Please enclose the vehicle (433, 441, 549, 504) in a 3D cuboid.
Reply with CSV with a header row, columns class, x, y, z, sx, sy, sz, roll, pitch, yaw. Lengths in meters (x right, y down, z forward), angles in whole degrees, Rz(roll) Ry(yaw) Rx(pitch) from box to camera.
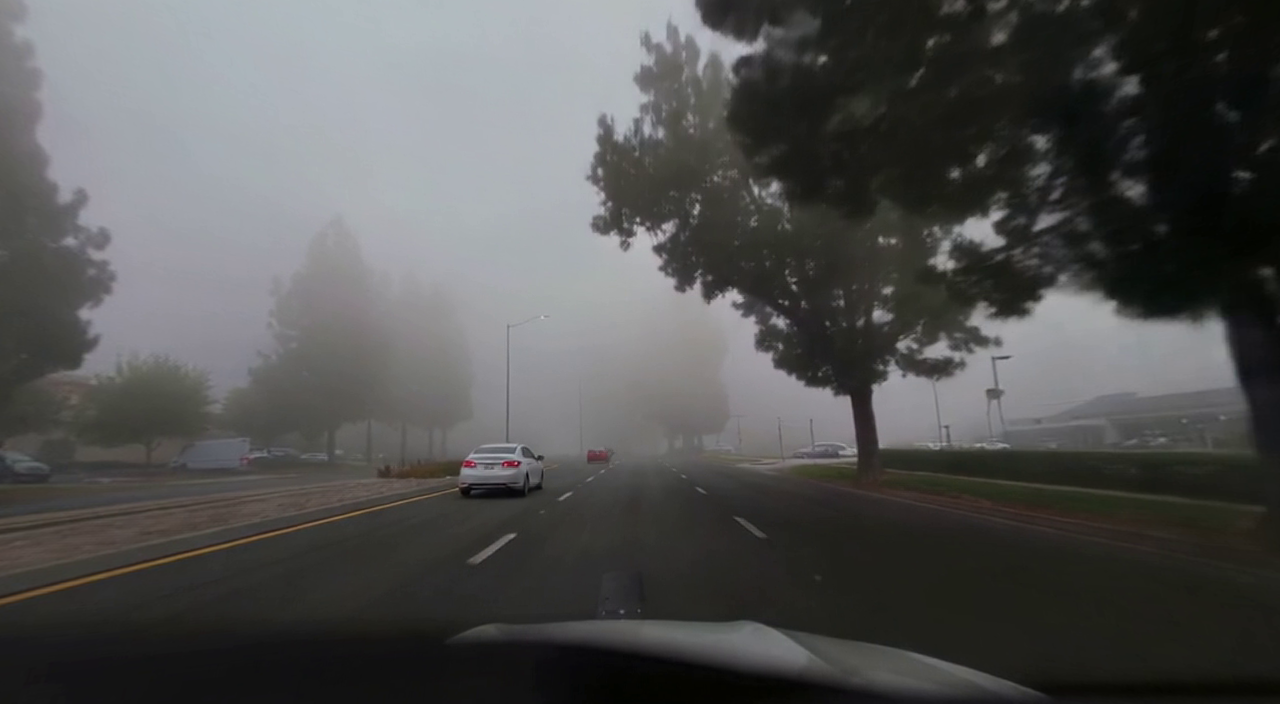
class,x,y,z,sx,sy,sz,roll,pitch,yaw
vehicle,-3.786,3.132,16.976,2.003,1.454,4.484,0,-8,0
